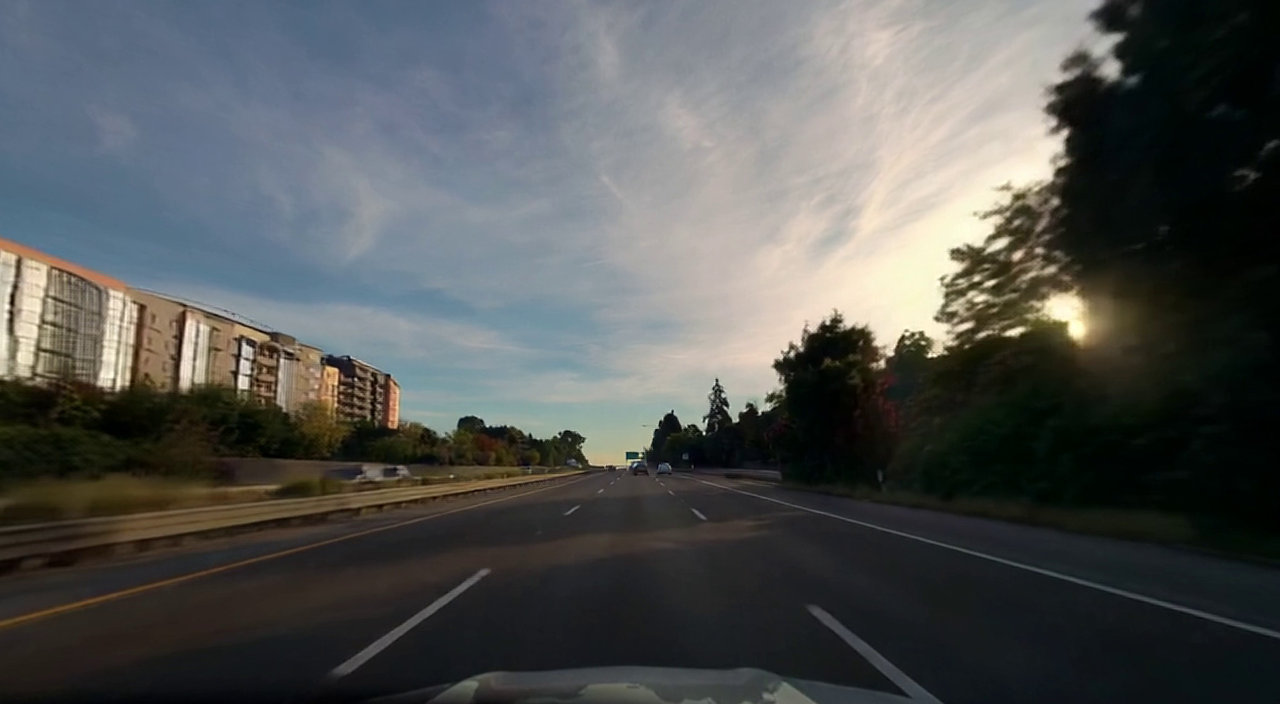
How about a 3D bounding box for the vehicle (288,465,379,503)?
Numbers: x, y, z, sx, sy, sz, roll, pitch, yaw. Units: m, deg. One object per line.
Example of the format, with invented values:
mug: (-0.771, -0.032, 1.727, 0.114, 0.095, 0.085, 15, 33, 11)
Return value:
vehicle: (-12.632, 5.466, 26.255, 1.830, 1.421, 3.937, 1, -10, 0)
